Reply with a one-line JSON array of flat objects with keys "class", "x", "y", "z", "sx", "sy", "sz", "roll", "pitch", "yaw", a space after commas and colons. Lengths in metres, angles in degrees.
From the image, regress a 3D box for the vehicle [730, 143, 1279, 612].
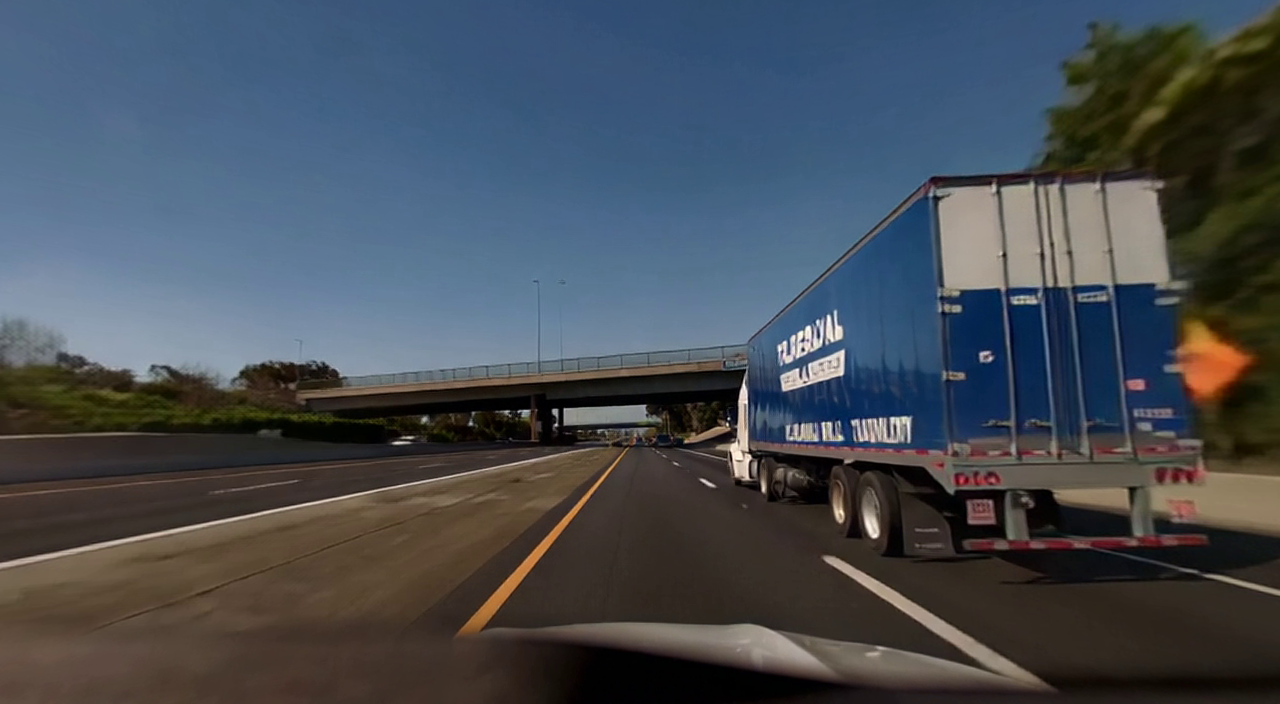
[{"class": "vehicle", "x": 4.198, "y": 1.122, "z": 12.475, "sx": 3.006, "sy": 4.093, "sz": 14.142, "roll": 0, "pitch": -8, "yaw": 1}]
